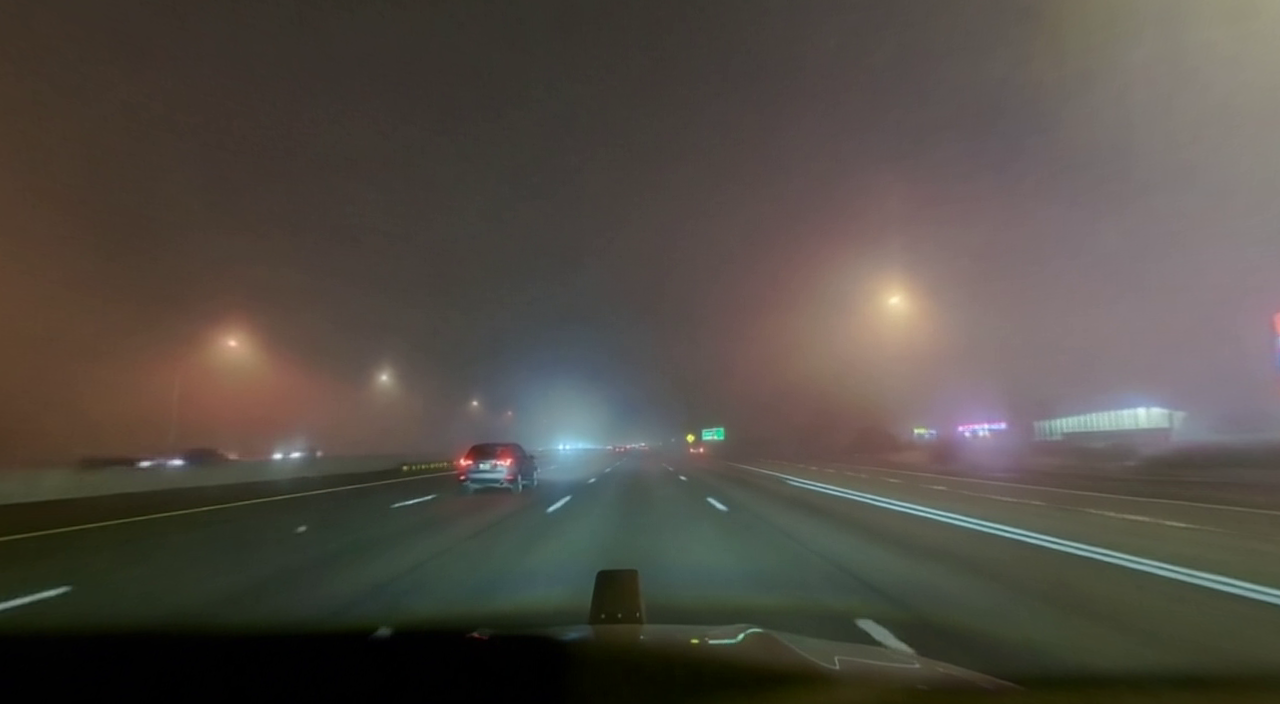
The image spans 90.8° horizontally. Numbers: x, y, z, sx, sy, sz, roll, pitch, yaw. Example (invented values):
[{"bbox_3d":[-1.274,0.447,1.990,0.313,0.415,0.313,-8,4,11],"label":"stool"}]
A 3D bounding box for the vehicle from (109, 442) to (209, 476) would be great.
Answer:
[{"bbox_3d":[-22.663,5.023,29.922,1.806,1.480,3.620,0,-9,1],"label":"vehicle"}]

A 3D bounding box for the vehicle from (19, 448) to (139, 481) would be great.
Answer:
[{"bbox_3d":[-26.321,5.259,29.822,2.068,1.429,3.894,0,-9,0],"label":"vehicle"}]

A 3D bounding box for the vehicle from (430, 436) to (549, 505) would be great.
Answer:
[{"bbox_3d":[-3.658,2.962,16.203,1.939,1.508,4.272,0,-9,1],"label":"vehicle"}]
